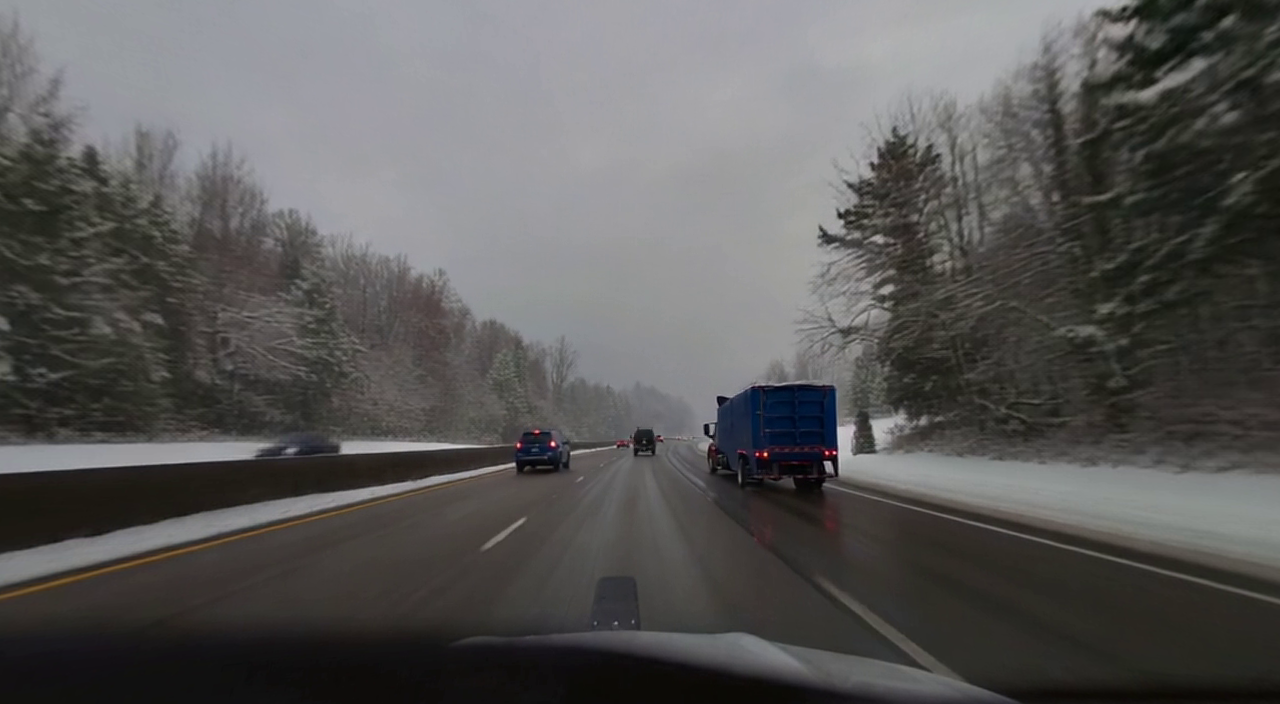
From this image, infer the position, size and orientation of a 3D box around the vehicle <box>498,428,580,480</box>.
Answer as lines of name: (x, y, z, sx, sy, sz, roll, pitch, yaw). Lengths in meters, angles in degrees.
vehicle: (-3.280, 3.394, 21.354, 2.008, 1.588, 4.147, 0, -8, 1)

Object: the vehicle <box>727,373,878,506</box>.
vehicle: (3.453, 1.965, 14.355, 2.256, 2.568, 4.049, 0, -8, -1)
